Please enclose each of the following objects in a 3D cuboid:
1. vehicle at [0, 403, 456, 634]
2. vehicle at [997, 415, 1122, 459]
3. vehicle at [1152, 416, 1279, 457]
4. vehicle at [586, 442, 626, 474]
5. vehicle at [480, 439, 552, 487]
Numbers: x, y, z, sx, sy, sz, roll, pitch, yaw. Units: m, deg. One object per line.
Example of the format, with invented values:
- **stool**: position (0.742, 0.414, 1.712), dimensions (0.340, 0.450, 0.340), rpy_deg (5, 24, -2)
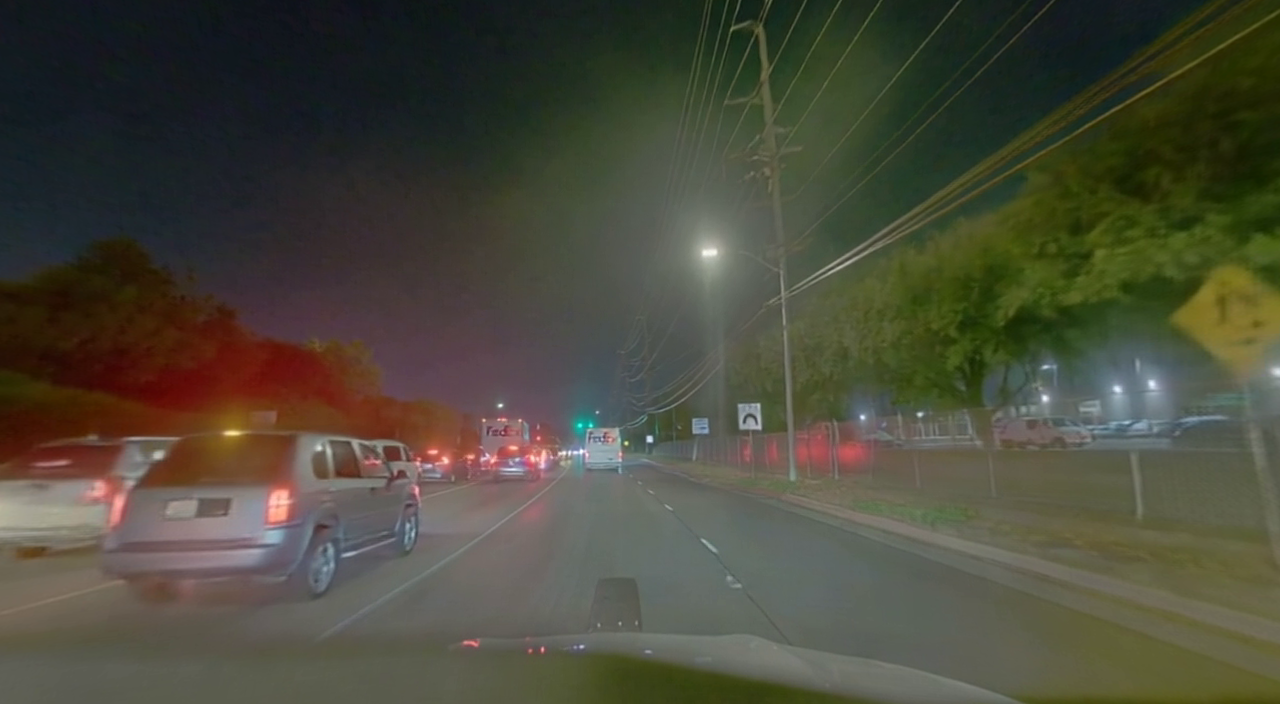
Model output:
- **vehicle**: position (-3.941, 1.581, 7.069), dimensions (2.388, 1.692, 4.684), rpy_deg (0, -8, -1)
- **vehicle**: position (29.786, 6.053, 44.840), dimensions (7.011, 3.014, 2.594), rpy_deg (0, -9, -3)
- **vehicle**: position (31.480, 4.631, 34.211), dimensions (5.535, 2.130, 2.145), rpy_deg (1, -9, -5)
- **vehicle**: position (-1.905, 5.807, 34.756), dimensions (2.055, 1.671, 4.147), rpy_deg (1, -8, -4)
- **vehicle**: position (-4.751, 4.320, 24.865), dimensions (2.057, 1.673, 4.934), rpy_deg (0, -8, -2)
